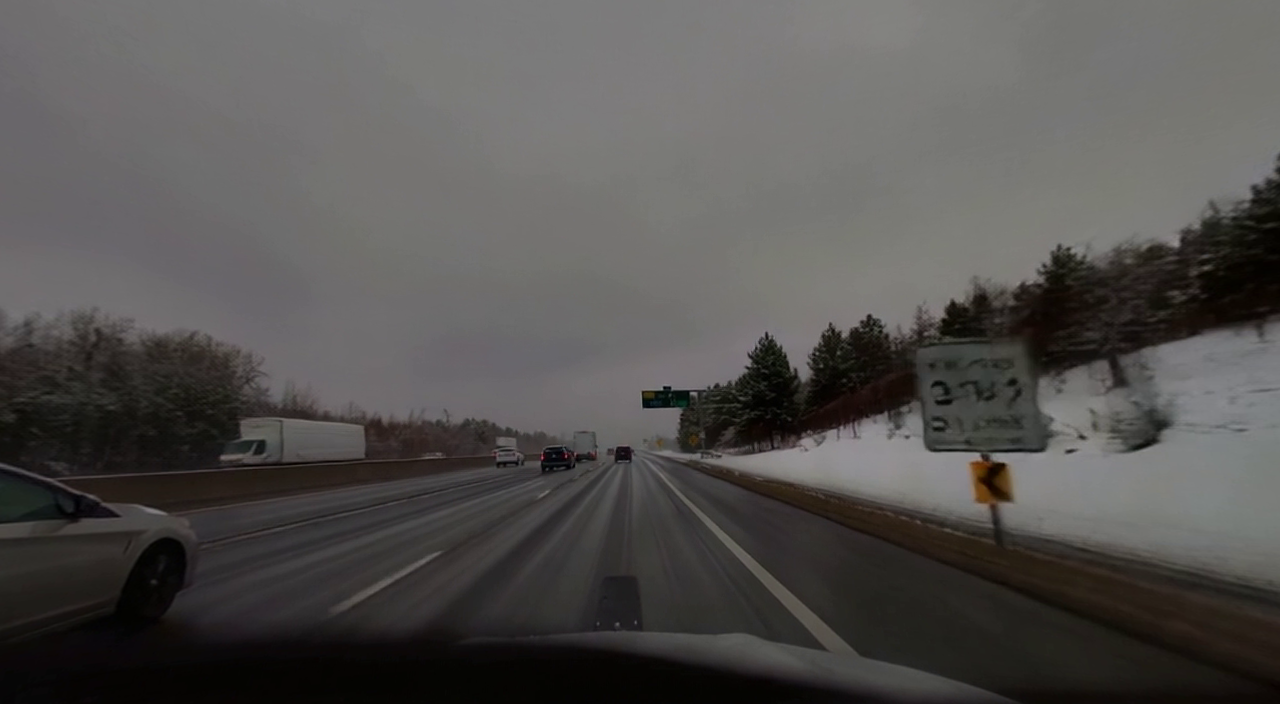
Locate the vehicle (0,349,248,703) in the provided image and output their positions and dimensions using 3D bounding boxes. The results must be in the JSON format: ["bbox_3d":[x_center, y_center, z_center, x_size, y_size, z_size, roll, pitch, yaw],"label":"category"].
[{"bbox_3d":[-4.078,0.819,2.506,2.074,1.779,4.588,0,-9,-1],"label":"vehicle"}]

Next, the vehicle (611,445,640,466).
[{"bbox_3d":[-1.039,7.576,45.914,2.023,1.479,3.718,0,-9,-1],"label":"vehicle"}]

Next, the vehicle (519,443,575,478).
[{"bbox_3d":[-4.233,5.025,29.167,1.988,1.477,4.118,0,-9,0],"label":"vehicle"}]

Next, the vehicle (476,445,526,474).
[{"bbox_3d":[-7.851,6.071,35.644,1.936,1.516,3.904,0,-9,0],"label":"vehicle"}]
